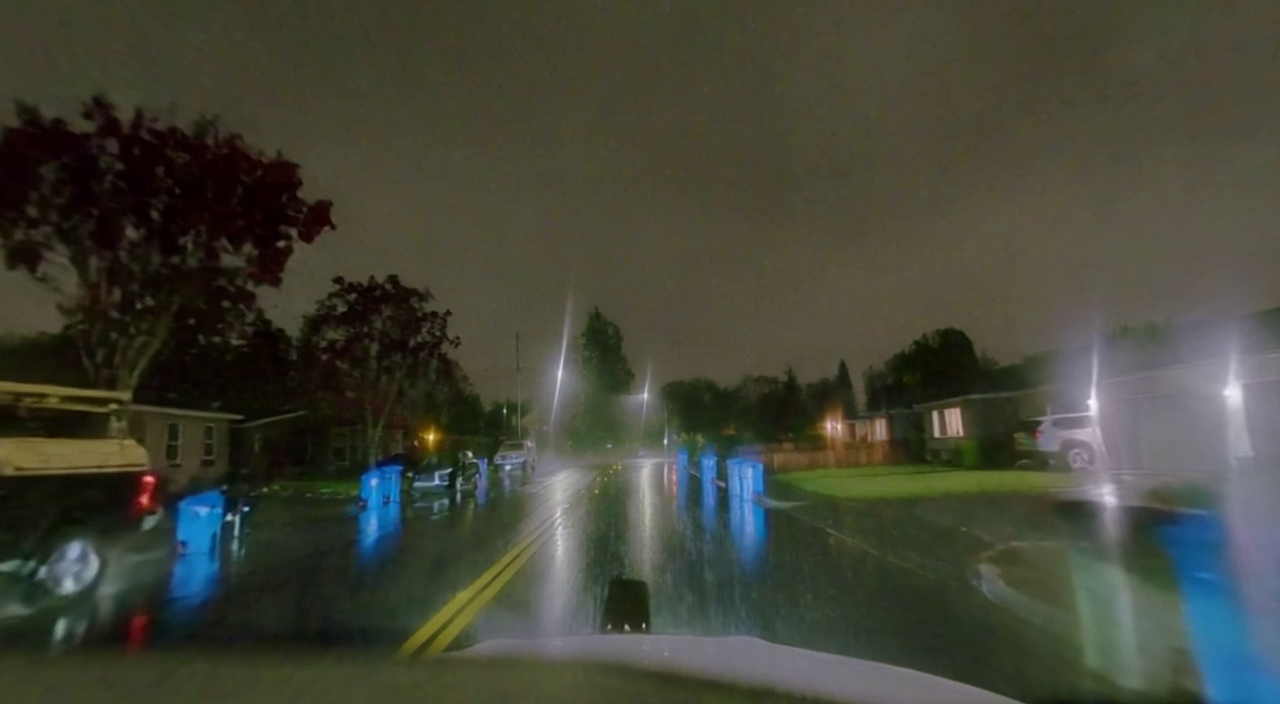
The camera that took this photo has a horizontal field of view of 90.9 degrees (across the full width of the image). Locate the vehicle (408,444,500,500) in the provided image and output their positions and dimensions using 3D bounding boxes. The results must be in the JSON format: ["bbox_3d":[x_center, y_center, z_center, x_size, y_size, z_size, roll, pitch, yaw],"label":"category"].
[{"bbox_3d":[-6.374,4.104,22.110,1.945,1.530,4.430,-4,-7,-1],"label":"vehicle"}]

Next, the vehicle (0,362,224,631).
[{"bbox_3d":[-6.285,1.112,4.691,2.223,2.115,5.707,5,-3,2],"label":"vehicle"}]

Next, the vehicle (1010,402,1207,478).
[{"bbox_3d":[12.889,2.463,17.852,1.936,1.687,4.714,-5,-8,1],"label":"vehicle"}]

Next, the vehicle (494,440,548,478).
[{"bbox_3d":[-6.553,5.925,35.309,2.169,1.871,4.762,-3,-8,-1],"label":"vehicle"}]
